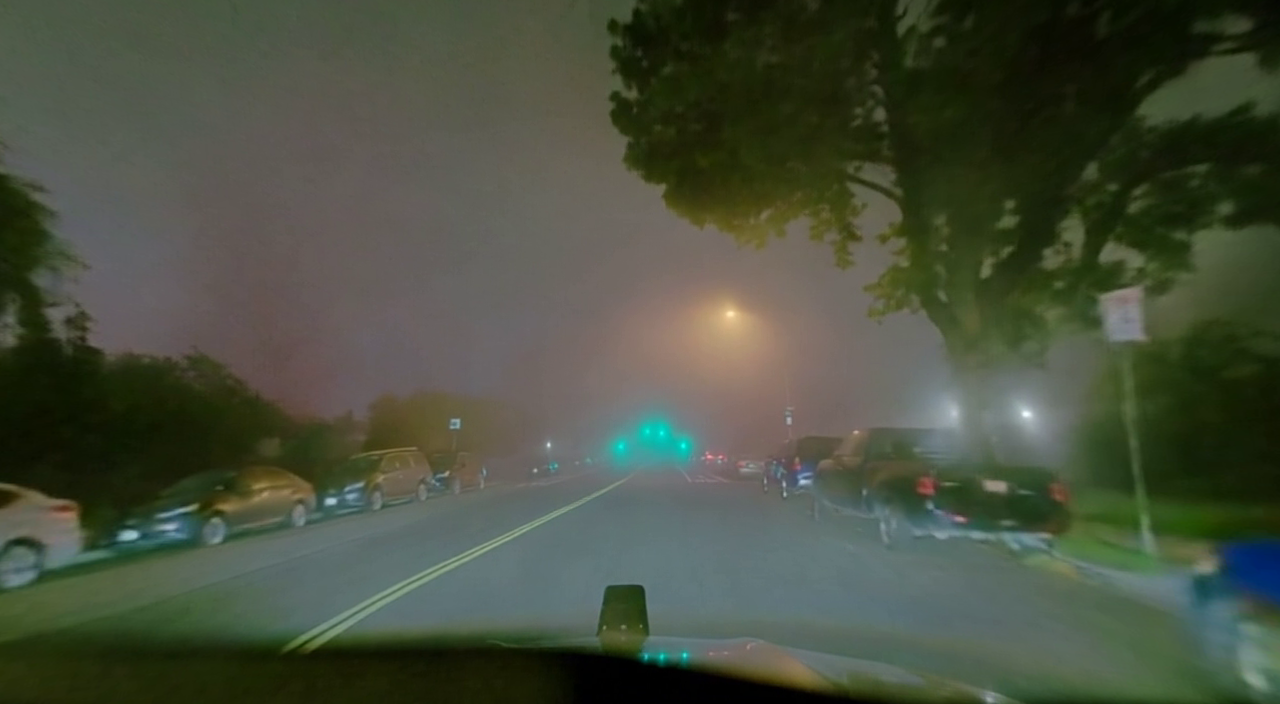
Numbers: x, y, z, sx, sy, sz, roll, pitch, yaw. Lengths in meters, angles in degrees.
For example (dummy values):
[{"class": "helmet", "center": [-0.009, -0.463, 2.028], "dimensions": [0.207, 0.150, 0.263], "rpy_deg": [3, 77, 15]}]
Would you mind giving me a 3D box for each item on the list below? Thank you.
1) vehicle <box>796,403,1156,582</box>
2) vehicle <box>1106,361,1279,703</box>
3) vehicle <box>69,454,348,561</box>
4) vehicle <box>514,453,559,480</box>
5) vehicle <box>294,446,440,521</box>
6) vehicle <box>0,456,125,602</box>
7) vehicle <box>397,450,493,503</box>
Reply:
[{"class": "vehicle", "center": [4.488, 2.014, 10.202], "dimensions": [2.434, 1.948, 6.400], "rpy_deg": [0, -8, 1]}, {"class": "vehicle", "center": [3.920, 0.736, 1.436], "dimensions": [2.216, 1.779, 4.630], "rpy_deg": [0, -8, 2]}, {"class": "vehicle", "center": [-7.549, 2.714, 11.766], "dimensions": [1.948, 1.477, 4.518], "rpy_deg": [-2, -9, 1]}, {"class": "vehicle", "center": [-6.465, 7.188, 39.726], "dimensions": [1.903, 1.463, 4.526], "rpy_deg": [-1, -8, 2]}, {"class": "vehicle", "center": [-7.388, 3.538, 17.658], "dimensions": [1.973, 1.755, 4.528], "rpy_deg": [-1, -8, 1]}, {"class": "vehicle", "center": [-7.638, 1.760, 5.748], "dimensions": [1.963, 1.470, 4.671], "rpy_deg": [-2, -9, 0]}, {"class": "vehicle", "center": [-7.135, 4.557, 23.621], "dimensions": [1.996, 1.628, 4.603], "rpy_deg": [-1, -8, 2]}]
